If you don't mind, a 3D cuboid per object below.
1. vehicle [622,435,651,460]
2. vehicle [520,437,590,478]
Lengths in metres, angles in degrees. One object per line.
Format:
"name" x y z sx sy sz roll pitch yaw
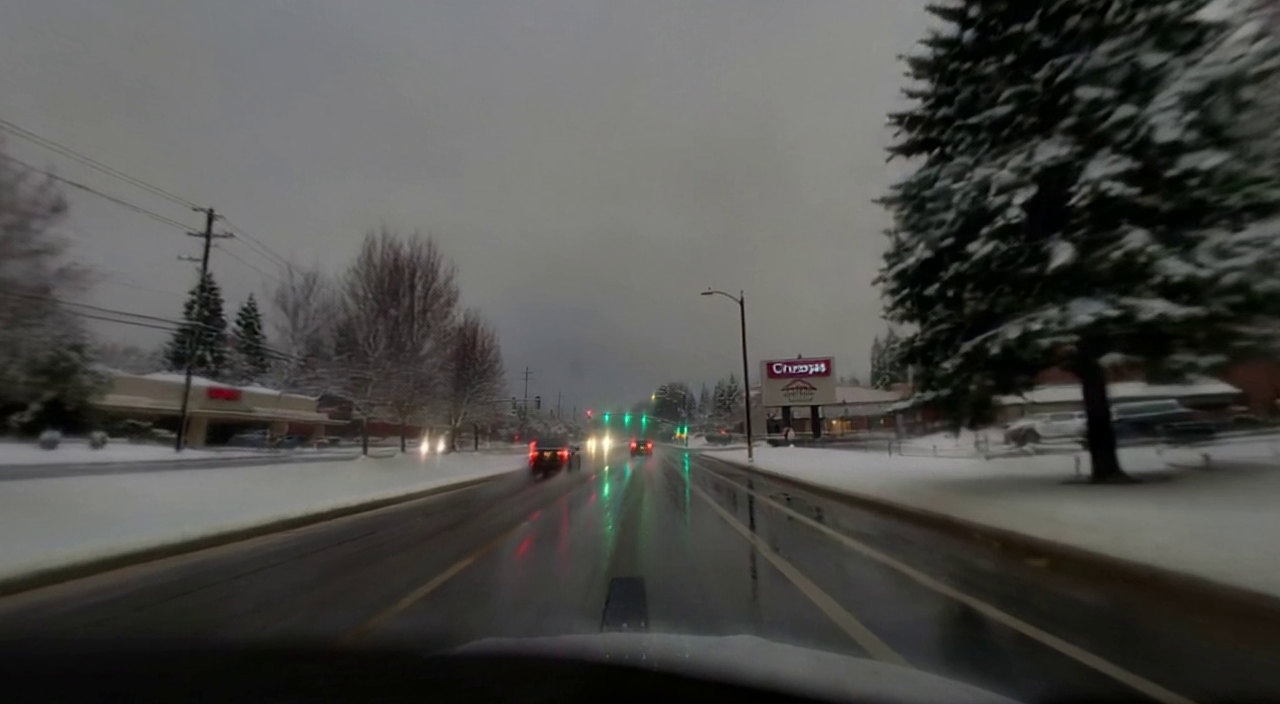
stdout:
"vehicle" -0.249 7.338 48.408 2.153 1.764 4.047 0 -8 0
"vehicle" -3.249 4.153 25.041 2.015 1.470 4.458 0 -8 2
